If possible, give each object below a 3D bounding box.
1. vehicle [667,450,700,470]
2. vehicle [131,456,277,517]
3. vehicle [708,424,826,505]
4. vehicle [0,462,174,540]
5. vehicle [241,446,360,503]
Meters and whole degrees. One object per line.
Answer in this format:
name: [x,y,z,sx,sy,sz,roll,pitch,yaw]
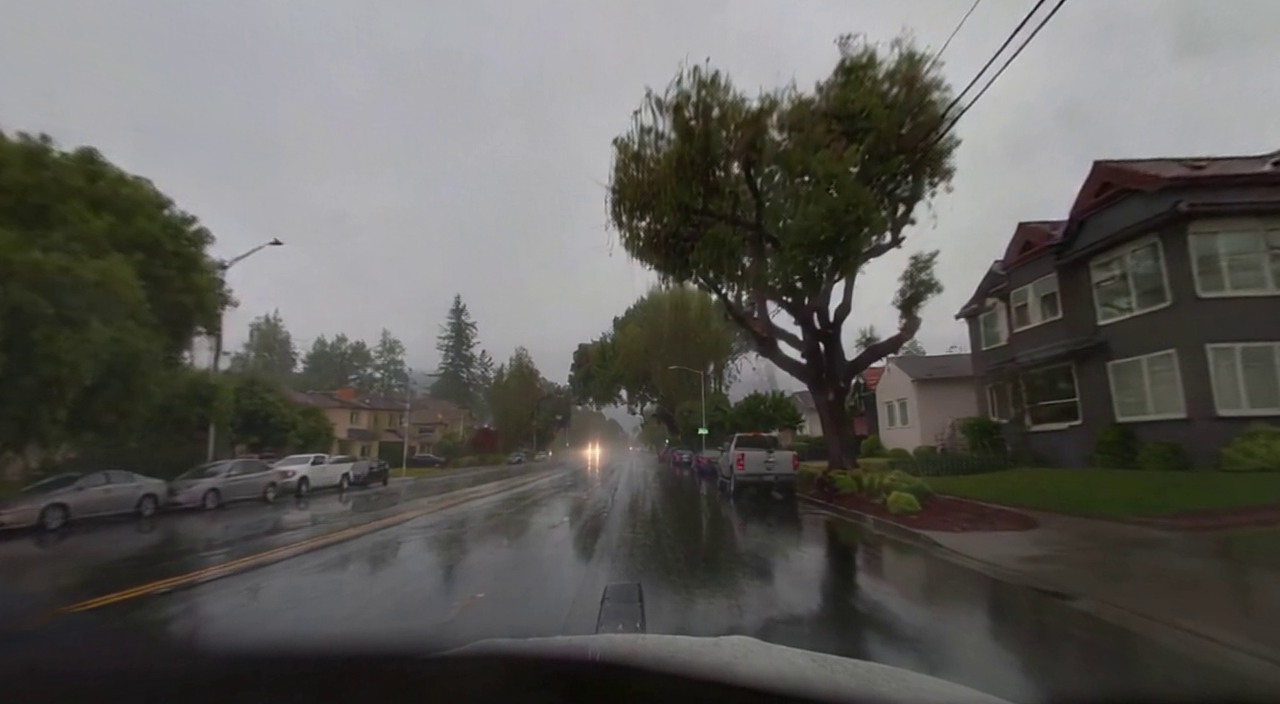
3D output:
vehicle: [3.347,8.431,49.656,2.158,1.477,5.135,0,-9,0]
vehicle: [-13.890,4.256,20.472,1.772,1.736,4.020,0,-9,1]
vehicle: [3.567,3.354,19.238,2.327,2.026,6.259,0,-9,0]
vehicle: [-13.923,3.560,15.441,2.017,1.574,4.024,-4,-10,-1]
vehicle: [-13.944,5.049,26.405,2.213,1.903,5.326,-4,-9,-2]
